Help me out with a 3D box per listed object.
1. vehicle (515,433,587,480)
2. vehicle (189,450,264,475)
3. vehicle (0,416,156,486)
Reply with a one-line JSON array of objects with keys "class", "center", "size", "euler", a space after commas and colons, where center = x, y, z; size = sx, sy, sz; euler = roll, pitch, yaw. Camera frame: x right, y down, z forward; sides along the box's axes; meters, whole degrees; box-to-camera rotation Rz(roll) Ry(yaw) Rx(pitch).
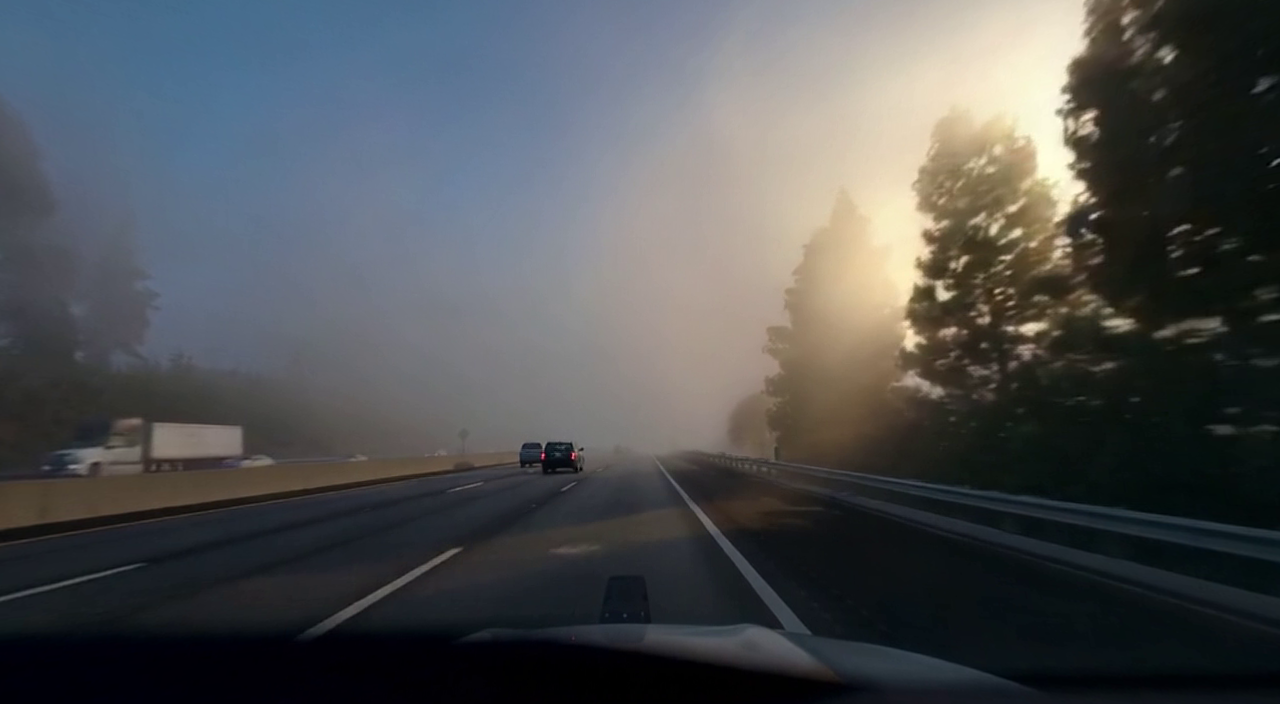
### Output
[{"class": "vehicle", "center": [-3.692, 4.442, 27.106], "size": [2.283, 1.802, 4.810], "euler": [0, -9, 1]}, {"class": "vehicle", "center": [-32.487, 8.685, 49.796], "size": [1.980, 1.761, 5.670], "euler": [0, -9, 1]}, {"class": "vehicle", "center": [-36.799, 6.450, 41.388], "size": [3.062, 4.079, 8.458], "euler": [0, -9, 1]}]
